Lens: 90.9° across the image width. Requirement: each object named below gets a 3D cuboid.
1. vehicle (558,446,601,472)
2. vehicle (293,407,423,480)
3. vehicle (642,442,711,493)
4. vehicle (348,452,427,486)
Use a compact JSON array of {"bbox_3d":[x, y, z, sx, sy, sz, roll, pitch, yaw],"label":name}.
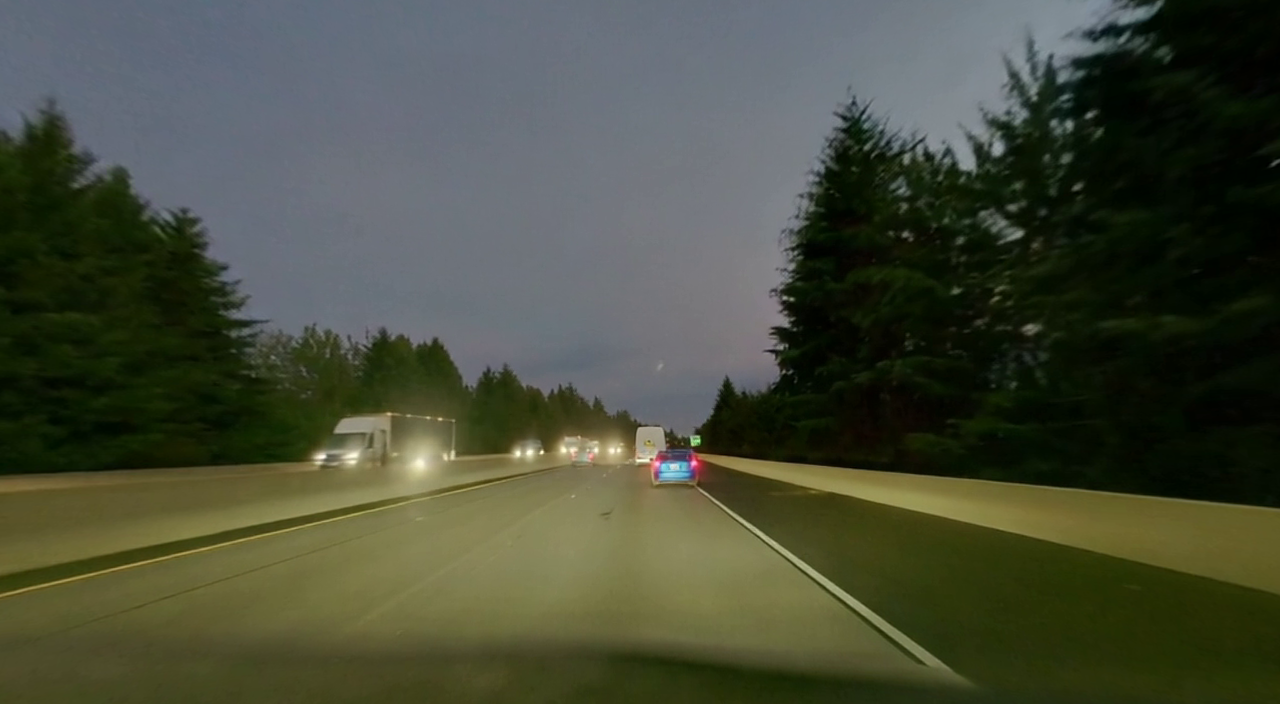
[{"bbox_3d":[-3.692,6.621,39.339,2.100,1.514,4.794,-1,-9,1],"label":"vehicle"},{"bbox_3d":[-17.357,5.855,40.112,3.035,3.965,10.967,-1,-9,1],"label":"vehicle"},{"bbox_3d":[1.102,3.723,20.701,2.012,1.485,3.649,0,-9,0],"label":"vehicle"},{"bbox_3d":[-12.679,5.877,32.008,1.913,1.512,4.784,-1,-9,1],"label":"vehicle"}]
